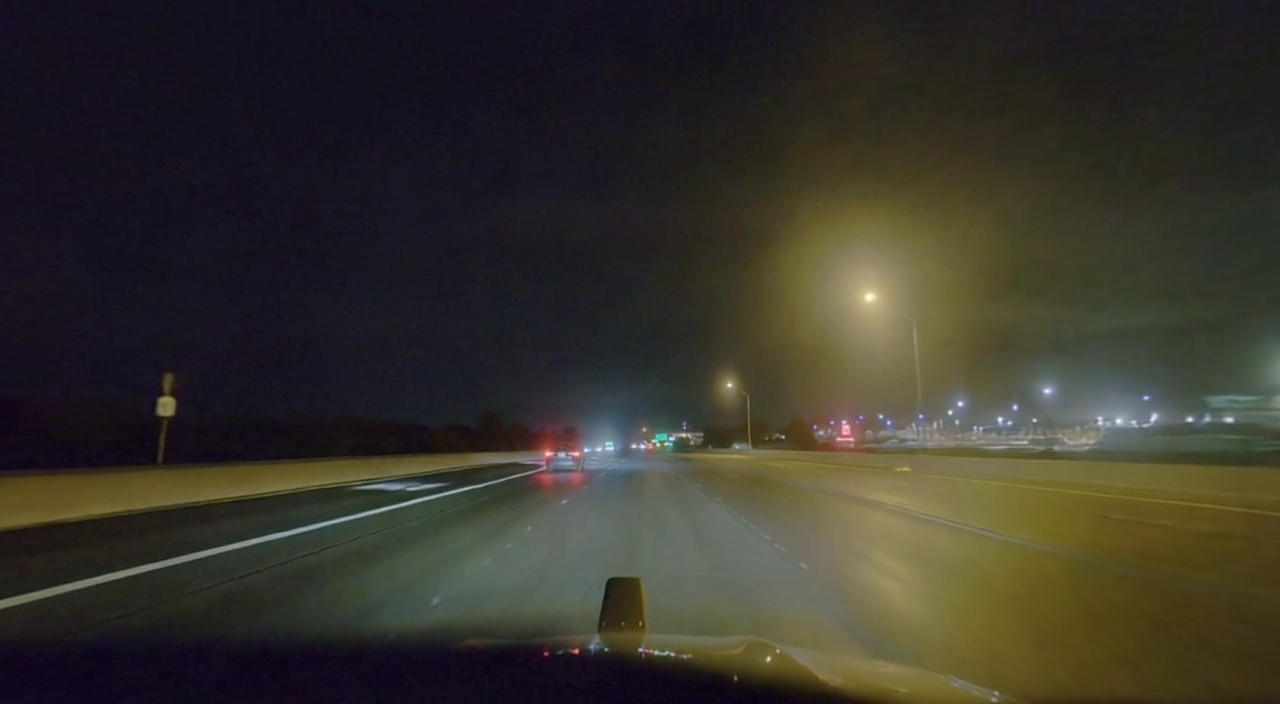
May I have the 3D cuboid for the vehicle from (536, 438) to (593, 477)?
[{"bbox_3d":[-3.485,4.960,29.906,2.072,1.706,4.359,0,-8,1],"label":"vehicle"}]
